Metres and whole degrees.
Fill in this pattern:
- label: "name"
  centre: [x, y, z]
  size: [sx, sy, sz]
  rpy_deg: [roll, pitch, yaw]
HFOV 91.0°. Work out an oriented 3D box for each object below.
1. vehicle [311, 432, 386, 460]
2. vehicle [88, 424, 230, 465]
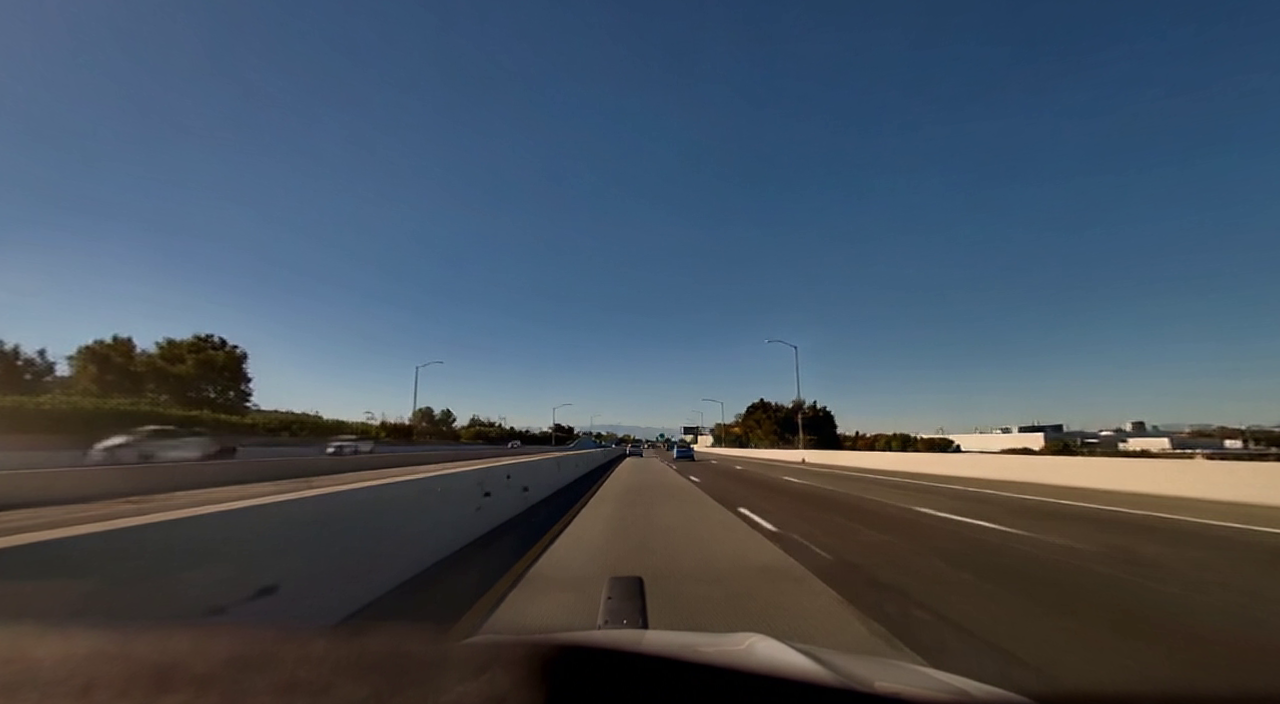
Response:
- label: "vehicle"
  centre: [-16.157, 5.256, 35.210]
  size: [2.033, 1.463, 4.515]
  rpy_deg: [0, -8, 0]
- label: "vehicle"
  centre: [-19.769, 3.869, 26.252]
  size: [2.074, 1.536, 4.893]
  rpy_deg: [0, -8, 0]
